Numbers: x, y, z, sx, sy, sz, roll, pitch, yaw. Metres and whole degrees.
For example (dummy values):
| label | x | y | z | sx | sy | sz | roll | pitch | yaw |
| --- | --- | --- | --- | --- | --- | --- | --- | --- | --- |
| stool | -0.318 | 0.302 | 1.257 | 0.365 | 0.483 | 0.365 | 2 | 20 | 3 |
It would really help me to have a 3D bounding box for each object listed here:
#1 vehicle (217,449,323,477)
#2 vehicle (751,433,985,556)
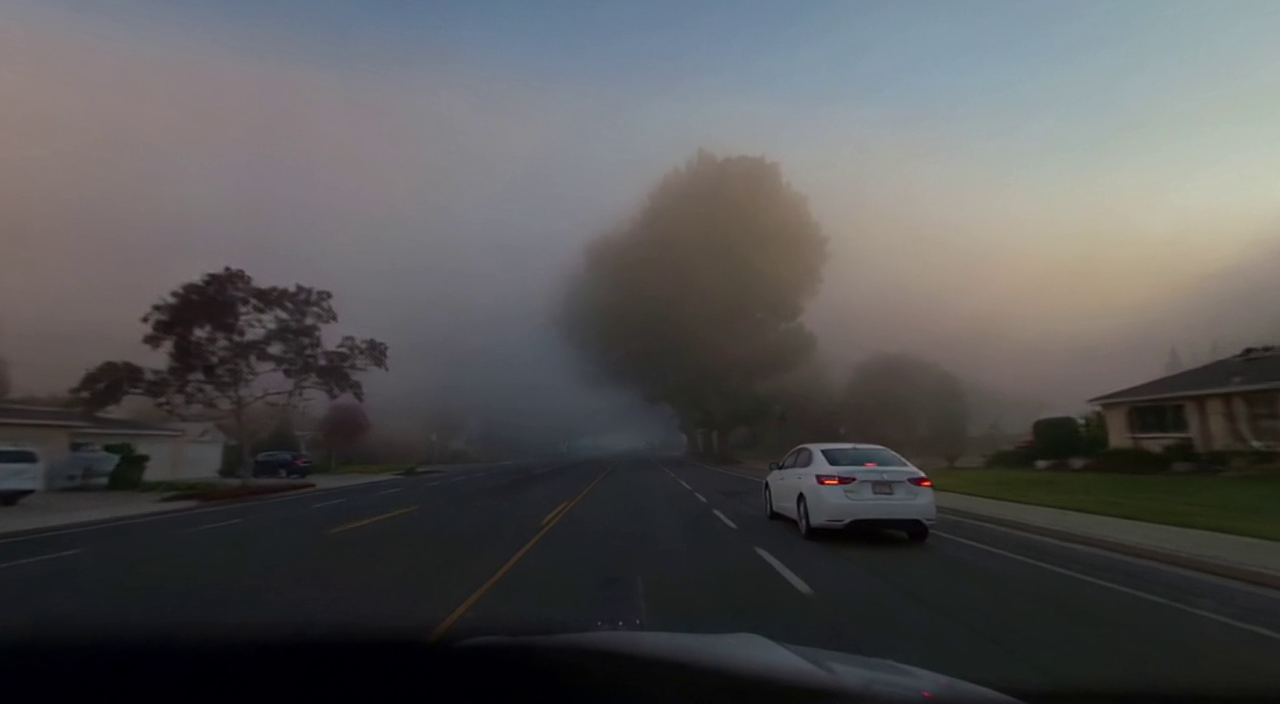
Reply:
| label | x | y | z | sx | sy | sz | roll | pitch | yaw |
| --- | --- | --- | --- | --- | --- | --- | --- | --- | --- |
| vehicle | -20.566 | 6.160 | 35.254 | 4.689 | 1.466 | 1.969 | 0 | -9 | 0 |
| vehicle | 3.182 | 2.079 | 9.939 | 2.057 | 1.493 | 4.225 | 0 | -9 | -1 |
